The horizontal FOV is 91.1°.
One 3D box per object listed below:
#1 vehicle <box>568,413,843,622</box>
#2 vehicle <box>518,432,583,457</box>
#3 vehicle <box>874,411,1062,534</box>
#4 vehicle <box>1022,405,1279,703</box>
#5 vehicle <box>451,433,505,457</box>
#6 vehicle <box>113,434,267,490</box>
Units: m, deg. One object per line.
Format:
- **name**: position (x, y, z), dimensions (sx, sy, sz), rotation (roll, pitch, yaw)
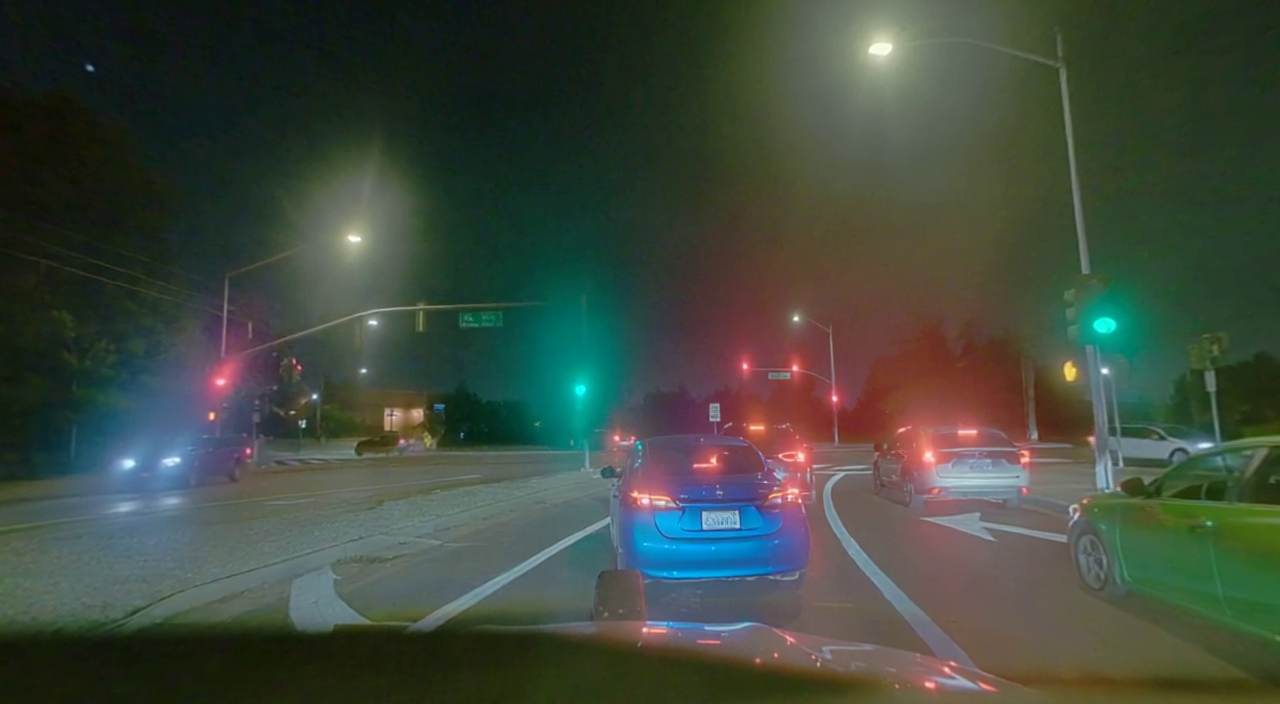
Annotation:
- **vehicle**: position (0.851, 1.498, 6.695), dimensions (2.052, 1.483, 3.928), rotation (-2, -8, 12)
- **vehicle**: position (-5.973, 6.110, 41.543), dimensions (1.932, 1.573, 4.509), rotation (8, -11, -44)
- **vehicle**: position (5.529, 2.046, 11.292), dimensions (2.102, 1.717, 4.373), rotation (-2, -9, 16)
- **vehicle**: position (4.238, 1.060, 3.369), dimensions (1.954, 1.508, 4.441), rotation (-1, -8, 6)
- **vehicle**: position (-12.479, 7.121, 48.192), dimensions (1.972, 1.705, 4.457), rotation (8, -11, -44)
- **vehicle**: position (-13.287, 3.246, 18.982), dimensions (1.976, 1.458, 4.645), rotation (2, -8, -12)
